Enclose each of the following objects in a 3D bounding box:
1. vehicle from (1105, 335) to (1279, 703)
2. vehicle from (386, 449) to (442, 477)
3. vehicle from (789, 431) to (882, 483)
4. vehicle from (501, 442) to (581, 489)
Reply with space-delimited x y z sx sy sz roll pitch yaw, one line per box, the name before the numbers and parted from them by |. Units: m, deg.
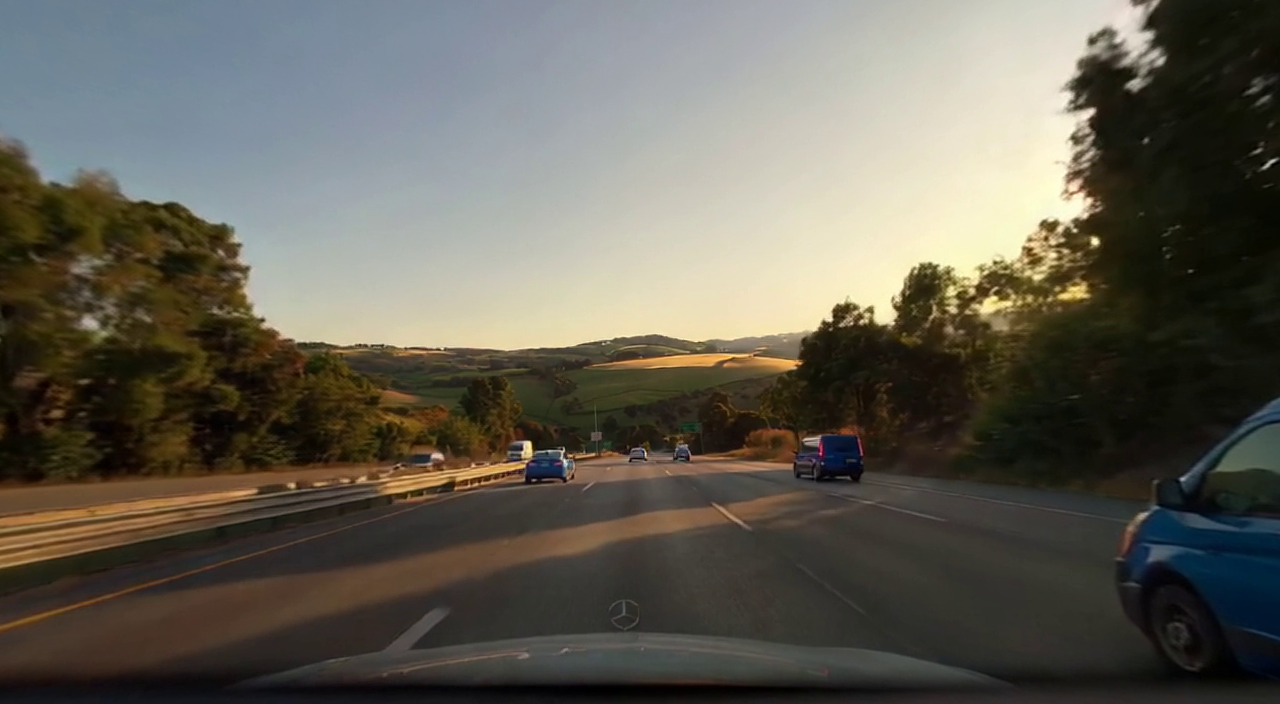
vehicle | 3.742 0.569 1.267 2.169 1.685 4.417 0 -9 0
vehicle | -12.045 5.895 33.704 1.761 1.392 3.552 0 -9 -2
vehicle | 7.891 4.301 25.981 2.133 1.933 4.986 0 -9 -1
vehicle | -3.490 4.123 23.107 2.160 1.530 4.500 0 -9 0
